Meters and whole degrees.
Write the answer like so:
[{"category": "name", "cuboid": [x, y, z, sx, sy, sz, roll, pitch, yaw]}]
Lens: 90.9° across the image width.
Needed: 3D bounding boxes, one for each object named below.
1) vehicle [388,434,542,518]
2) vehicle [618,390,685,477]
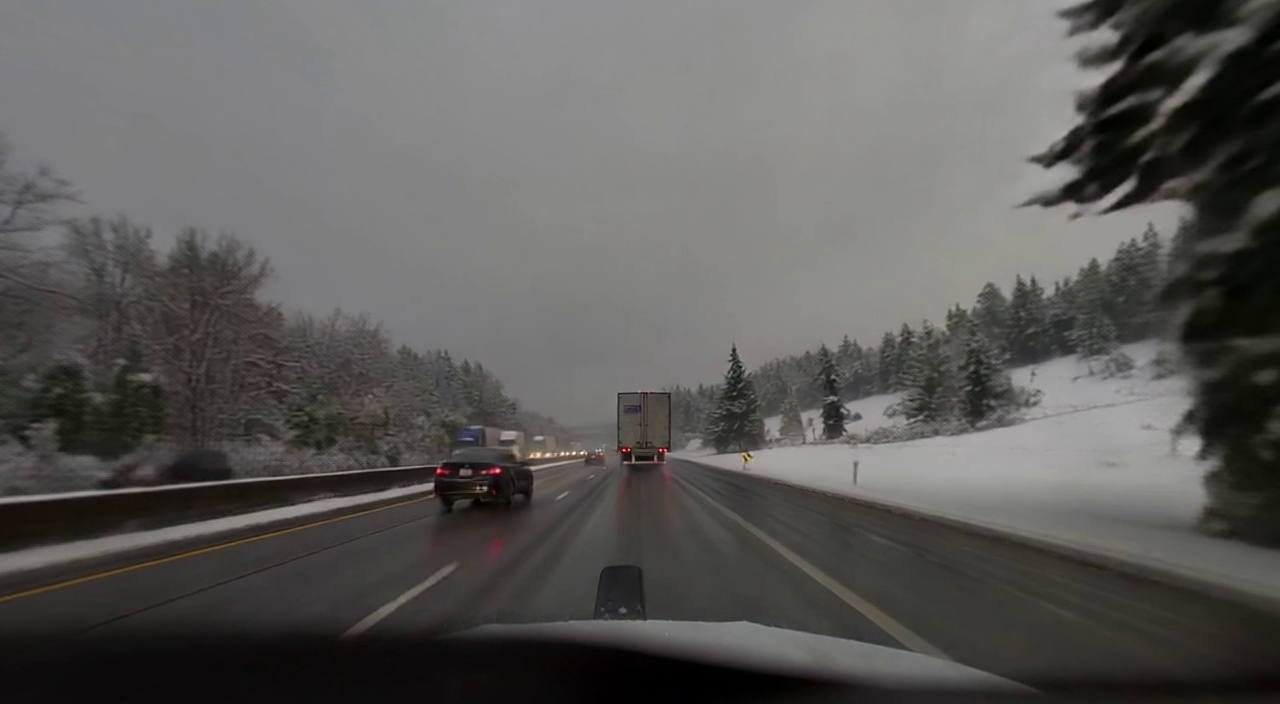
[{"category": "vehicle", "cuboid": [-3.680, 2.735, 14.368, 2.074, 1.546, 4.946, 0, -9, 0]}, {"category": "vehicle", "cuboid": [0.429, 4.375, 32.738, 2.959, 3.828, 9.617, 0, -9, -1]}]
